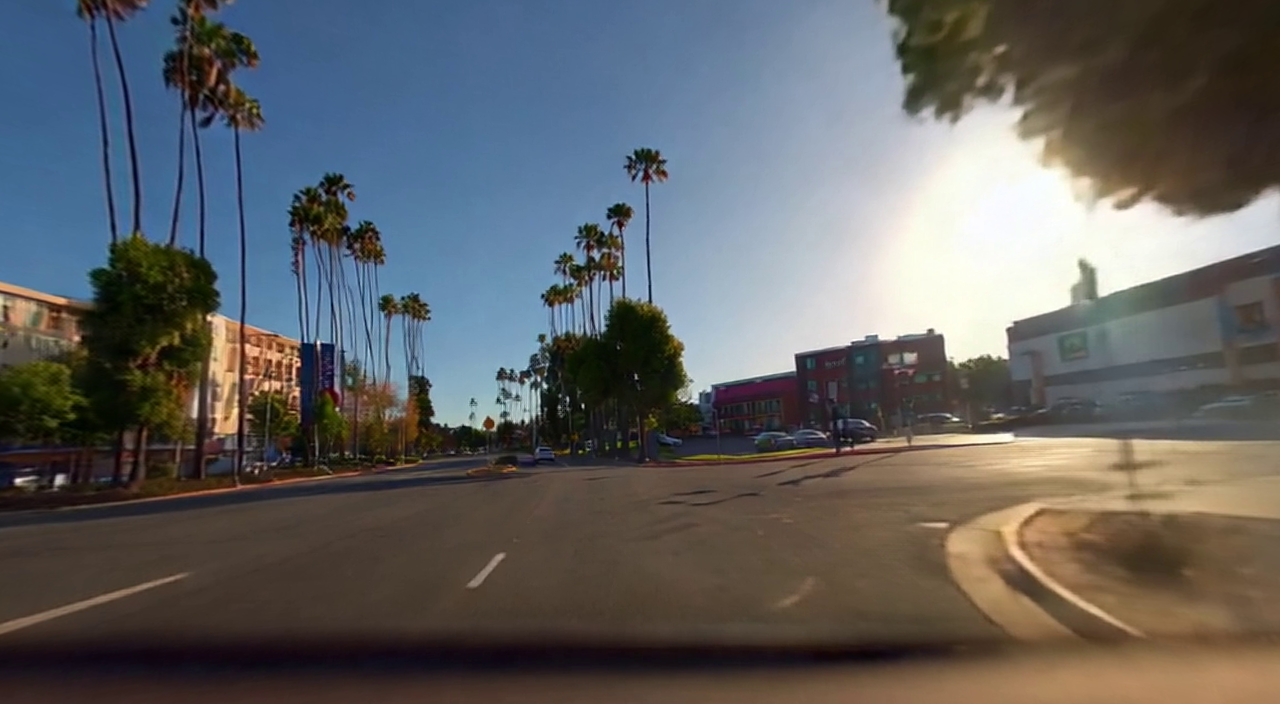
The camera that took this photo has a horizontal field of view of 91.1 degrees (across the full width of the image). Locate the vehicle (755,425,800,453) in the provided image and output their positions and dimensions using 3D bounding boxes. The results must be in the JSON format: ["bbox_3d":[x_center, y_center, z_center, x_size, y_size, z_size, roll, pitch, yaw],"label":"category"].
[{"bbox_3d":[8.884,5.691,41.012,2.196,1.715,4.918,-1,-8,5],"label":"vehicle"}]

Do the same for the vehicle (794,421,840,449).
[{"bbox_3d":[11.474,5.447,41.039,2.065,1.687,4.584,-1,-8,5],"label":"vehicle"}]

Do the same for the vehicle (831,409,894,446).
[{"bbox_3d":[14.412,4.986,40.964,2.237,1.962,5.424,-8,-8,3],"label":"vehicle"}]
